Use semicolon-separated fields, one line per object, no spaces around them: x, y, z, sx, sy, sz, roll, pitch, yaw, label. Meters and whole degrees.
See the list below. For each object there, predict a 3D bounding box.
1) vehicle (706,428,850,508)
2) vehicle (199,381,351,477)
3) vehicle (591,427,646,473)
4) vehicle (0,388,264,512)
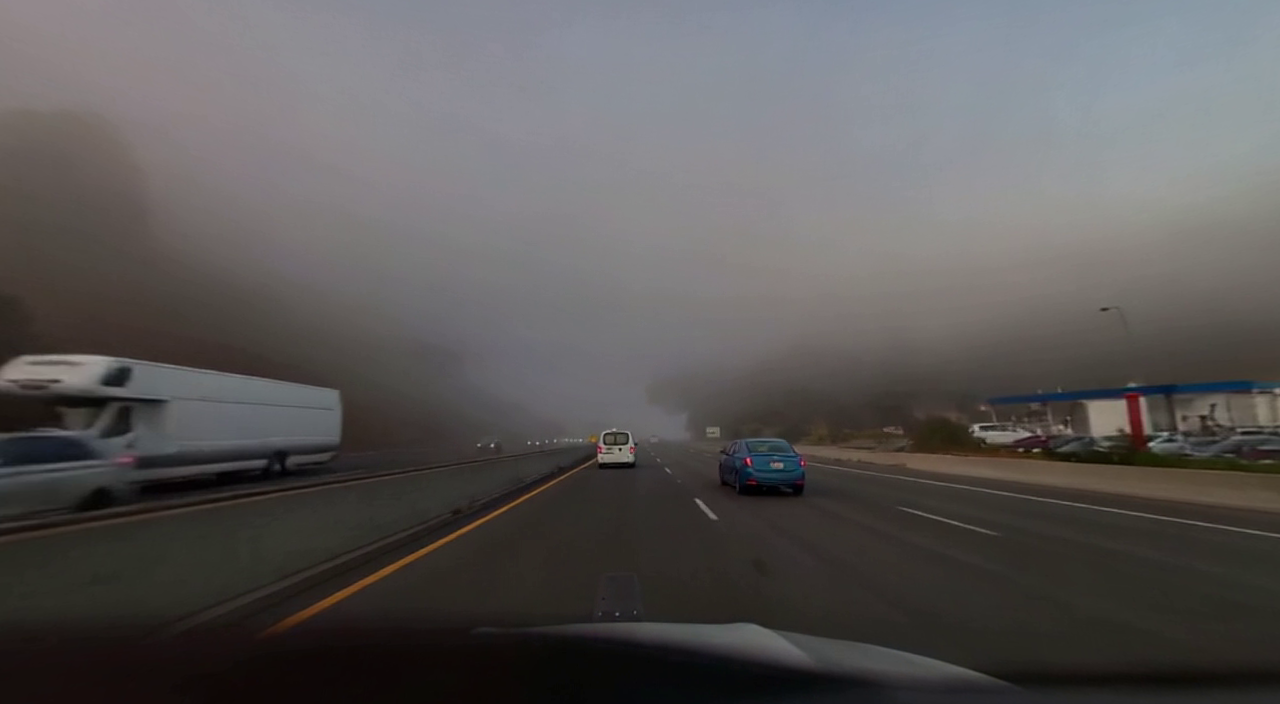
2.950;2.573;14.677;2.151;1.550;4.694;0;-8;-2;vehicle
-17.448;3.813;31.009;2.803;3.933;8.156;-3;-8;-1;vehicle
-0.815;4.014;26.122;2.061;1.732;4.457;0;-8;0;vehicle
-12.509;2.391;15.889;2.508;2.568;5.529;0;-8;1;vehicle
